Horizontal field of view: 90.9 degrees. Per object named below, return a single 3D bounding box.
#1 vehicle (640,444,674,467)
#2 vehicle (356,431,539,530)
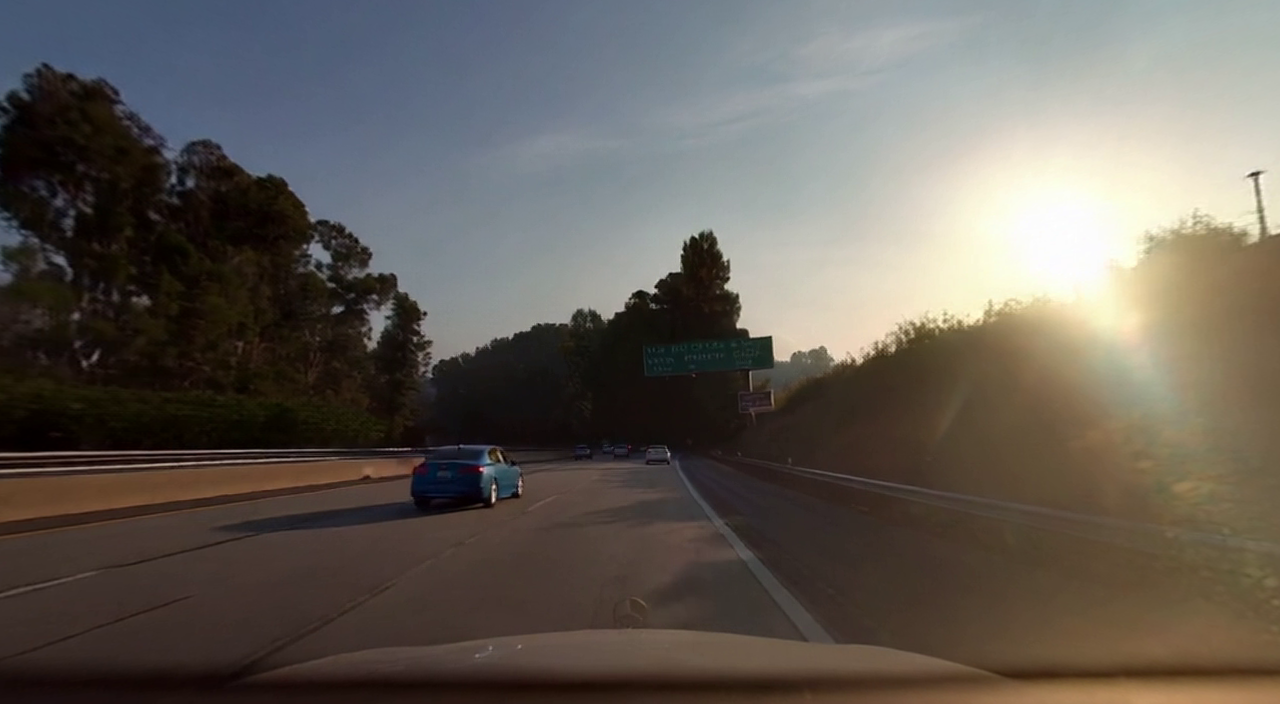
[{"bbox_3d":[1.171,6.783,41.539,2.113,1.464,4.073,0,-8,3],"label":"vehicle"},{"bbox_3d":[-3.371,2.341,12.141,2.024,1.531,4.431,0,-8,1],"label":"vehicle"}]
